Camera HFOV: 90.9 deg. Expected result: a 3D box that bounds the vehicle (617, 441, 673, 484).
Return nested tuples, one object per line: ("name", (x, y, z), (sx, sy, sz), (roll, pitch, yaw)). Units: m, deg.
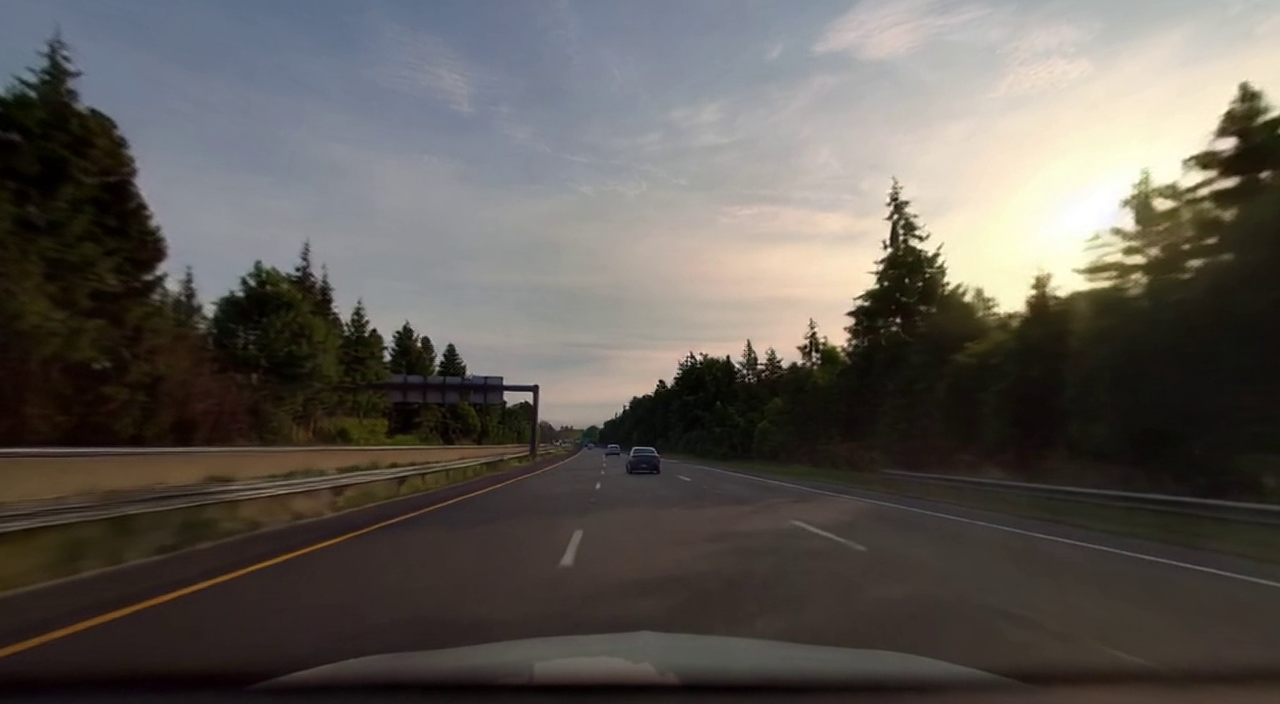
("vehicle", (0.113, 4.421, 25.471), (2.011, 1.590, 3.607), (1, -9, -4))
